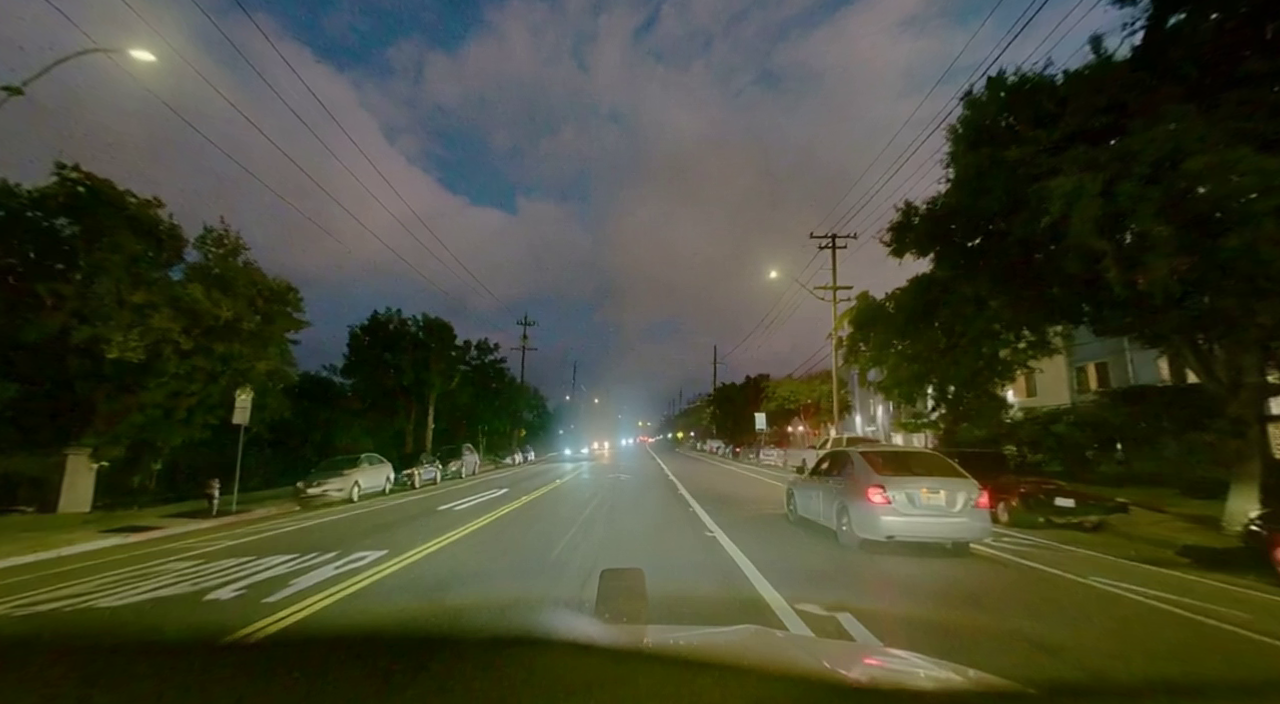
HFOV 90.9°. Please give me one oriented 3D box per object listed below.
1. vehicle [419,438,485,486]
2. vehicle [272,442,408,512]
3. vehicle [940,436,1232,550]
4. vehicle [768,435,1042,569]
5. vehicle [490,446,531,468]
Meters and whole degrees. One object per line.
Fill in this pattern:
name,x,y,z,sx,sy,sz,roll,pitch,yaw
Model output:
vehicle,-9.411,5.487,31.957,1.981,1.975,4.534,-3,-5,-1
vehicle,-9.388,3.901,20.191,1.961,1.683,4.483,-8,-9,1
vehicle,7.785,2.449,11.753,2.044,1.682,4.466,0,-9,-2
vehicle,3.489,2.052,9.533,2.059,1.489,4.629,0,-9,-1
vehicle,-9.295,7.560,45.661,1.944,1.524,4.404,-1,-8,1
